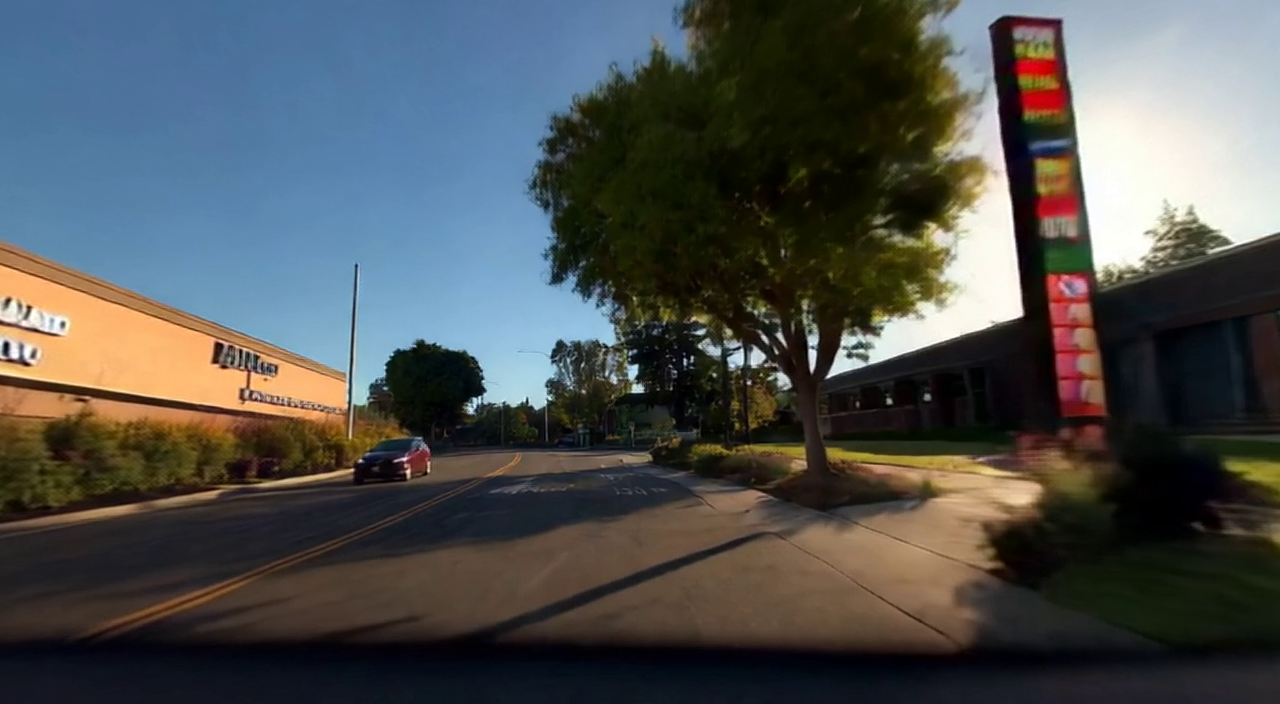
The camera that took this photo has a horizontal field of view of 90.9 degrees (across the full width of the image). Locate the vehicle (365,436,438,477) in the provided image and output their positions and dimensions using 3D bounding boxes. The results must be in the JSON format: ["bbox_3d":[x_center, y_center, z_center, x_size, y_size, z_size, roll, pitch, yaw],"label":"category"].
[{"bbox_3d":[-9.387,4.104,25.091,1.912,1.500,3.772,1,-8,-8],"label":"vehicle"}]
